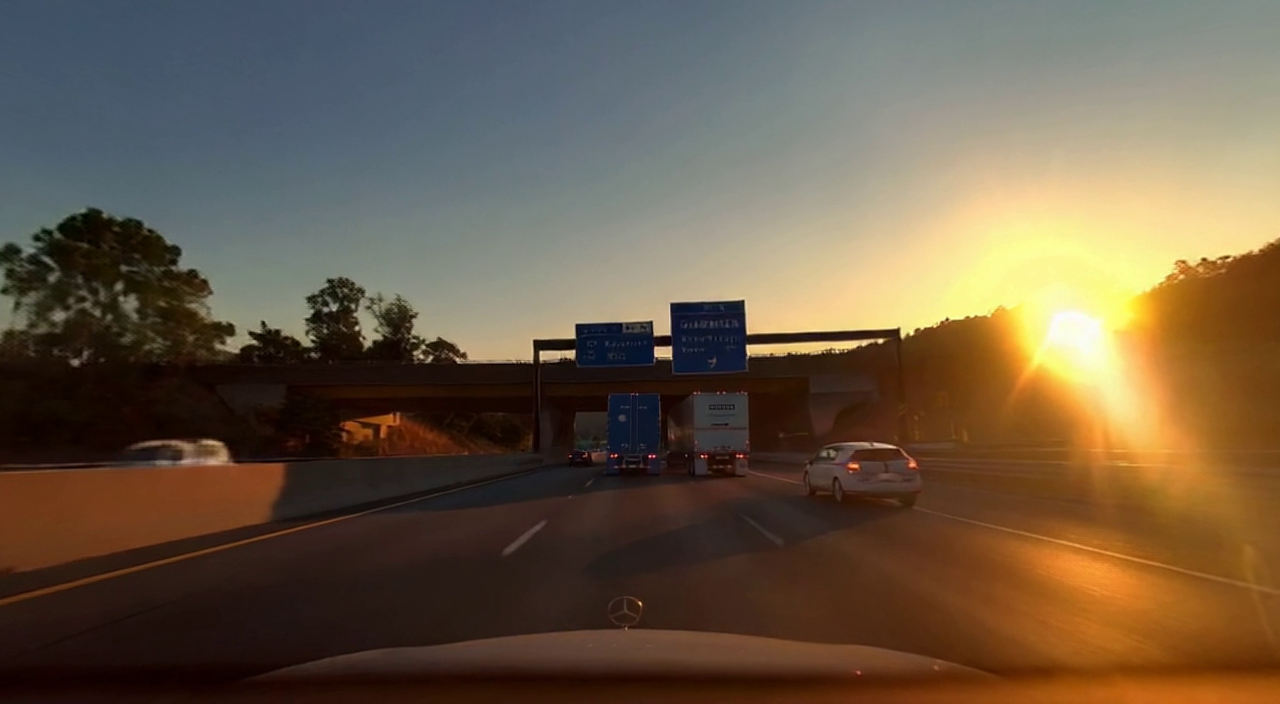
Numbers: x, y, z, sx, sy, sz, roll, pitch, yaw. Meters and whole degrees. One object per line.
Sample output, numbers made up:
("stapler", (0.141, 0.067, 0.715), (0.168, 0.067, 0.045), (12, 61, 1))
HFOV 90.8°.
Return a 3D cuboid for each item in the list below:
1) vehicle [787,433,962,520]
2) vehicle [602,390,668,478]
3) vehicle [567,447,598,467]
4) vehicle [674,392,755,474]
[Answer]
("vehicle", (4.735, 2.594, 13.681), (2.086, 1.530, 4.808), (-1, -9, 2))
("vehicle", (-0.244, 4.292, 32.342), (2.864, 3.805, 9.709), (0, -9, 0))
("vehicle", (-4.432, 8.129, 48.992), (2.067, 1.452, 4.085), (0, -9, 0))
("vehicle", (4.198, 5.236, 39.546), (3.044, 4.128, 14.482), (0, -9, -1))
